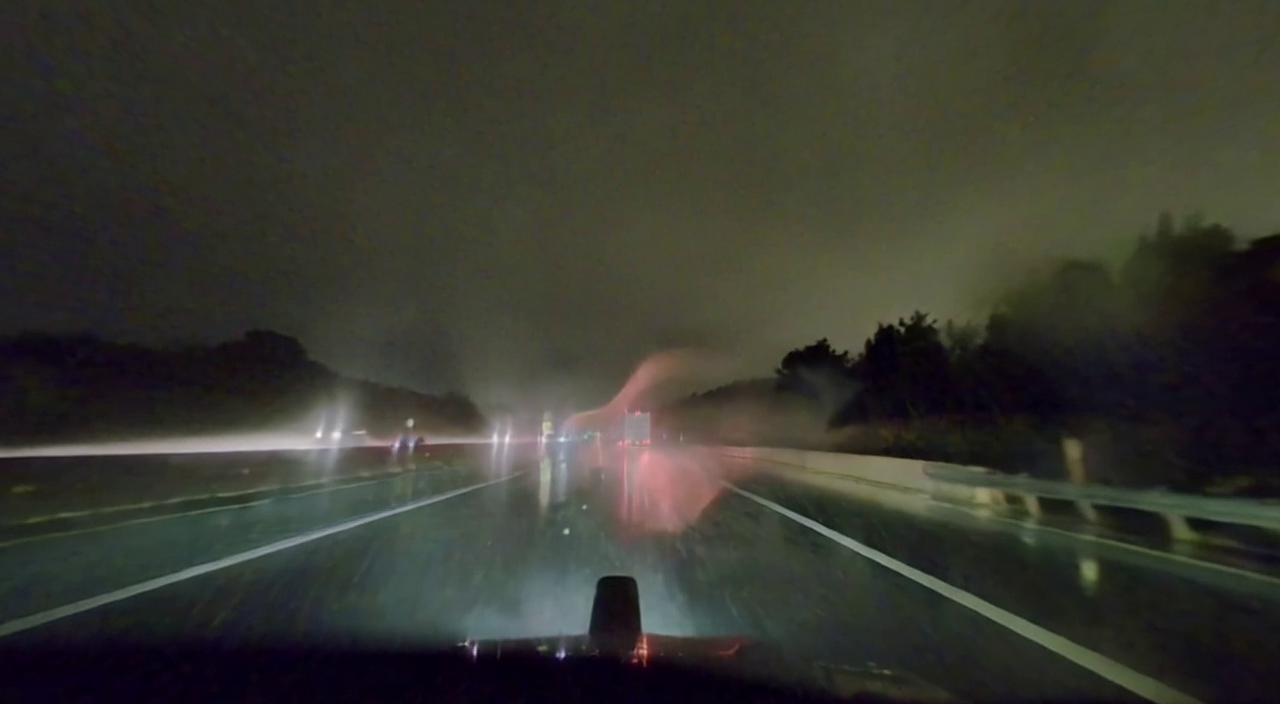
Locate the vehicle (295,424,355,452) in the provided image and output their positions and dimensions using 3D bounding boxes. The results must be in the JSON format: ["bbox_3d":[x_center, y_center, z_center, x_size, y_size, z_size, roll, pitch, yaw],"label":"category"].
[{"bbox_3d":[-22.952,6.296,46.026,2.032,1.868,4.504,-1,-8,0],"label":"vehicle"}]
